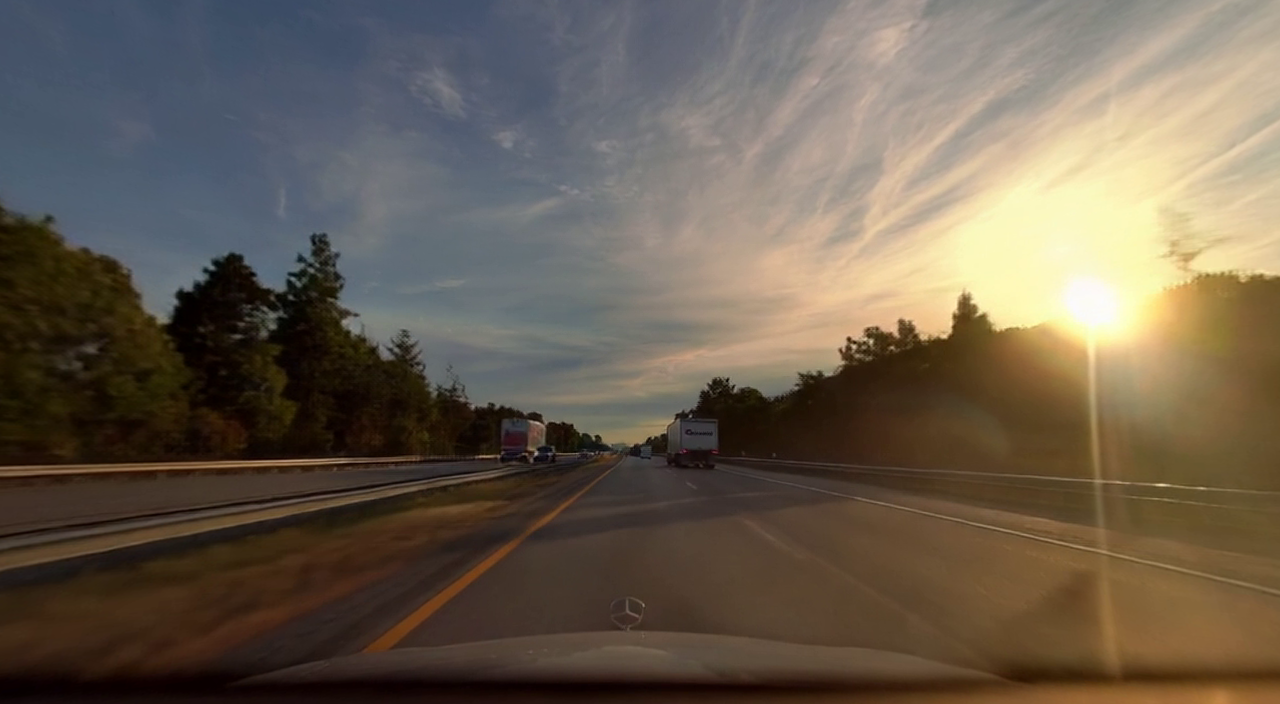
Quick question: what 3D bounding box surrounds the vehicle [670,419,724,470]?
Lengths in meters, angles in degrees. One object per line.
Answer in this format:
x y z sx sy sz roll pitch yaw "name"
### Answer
4.137 7.220 48.782 2.876 3.419 11.591 0 -9 -1 "vehicle"
